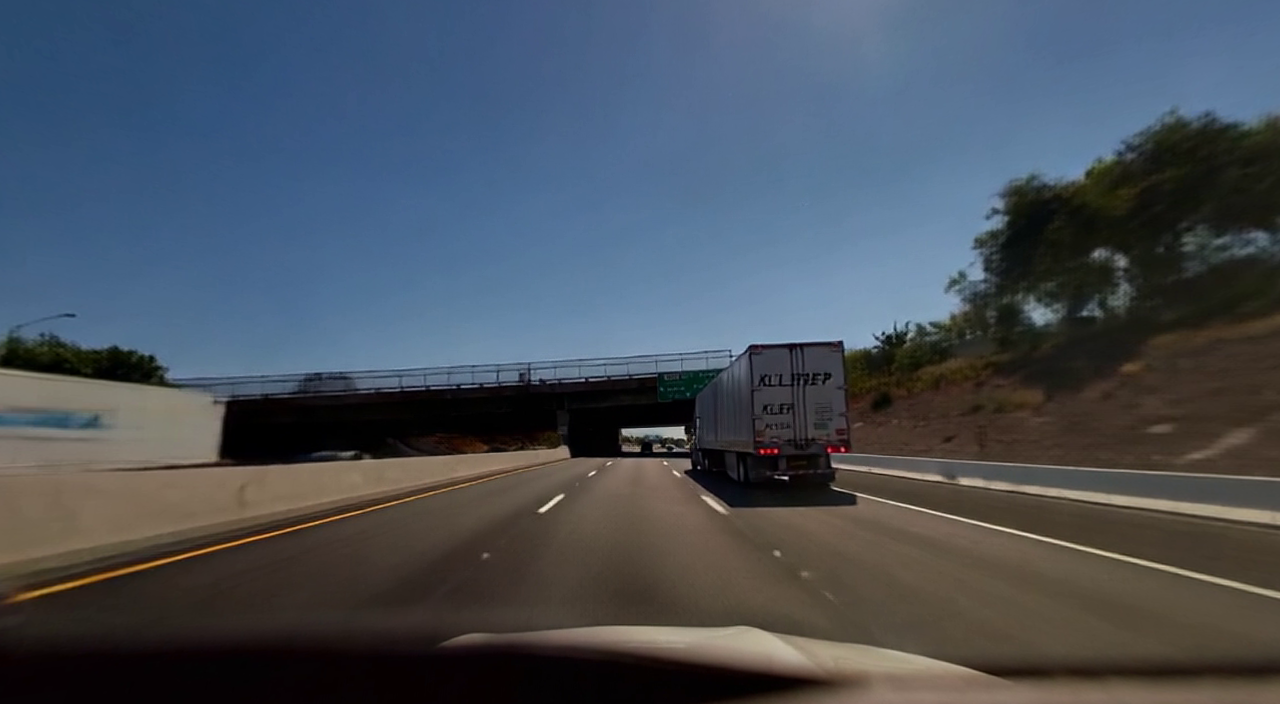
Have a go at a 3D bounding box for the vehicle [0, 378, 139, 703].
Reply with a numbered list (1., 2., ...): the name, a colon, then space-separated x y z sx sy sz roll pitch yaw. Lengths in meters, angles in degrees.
1. vehicle: -3.307 0.637 0.421 2.276 1.551 4.484 0 -8 -1

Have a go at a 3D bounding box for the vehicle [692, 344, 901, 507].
1. vehicle: 3.891 2.393 19.628 3.306 3.531 11.717 0 -8 -1

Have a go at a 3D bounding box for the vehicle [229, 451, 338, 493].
1. vehicle: -15.062 5.055 26.888 2.177 1.567 4.098 -1 -8 1
